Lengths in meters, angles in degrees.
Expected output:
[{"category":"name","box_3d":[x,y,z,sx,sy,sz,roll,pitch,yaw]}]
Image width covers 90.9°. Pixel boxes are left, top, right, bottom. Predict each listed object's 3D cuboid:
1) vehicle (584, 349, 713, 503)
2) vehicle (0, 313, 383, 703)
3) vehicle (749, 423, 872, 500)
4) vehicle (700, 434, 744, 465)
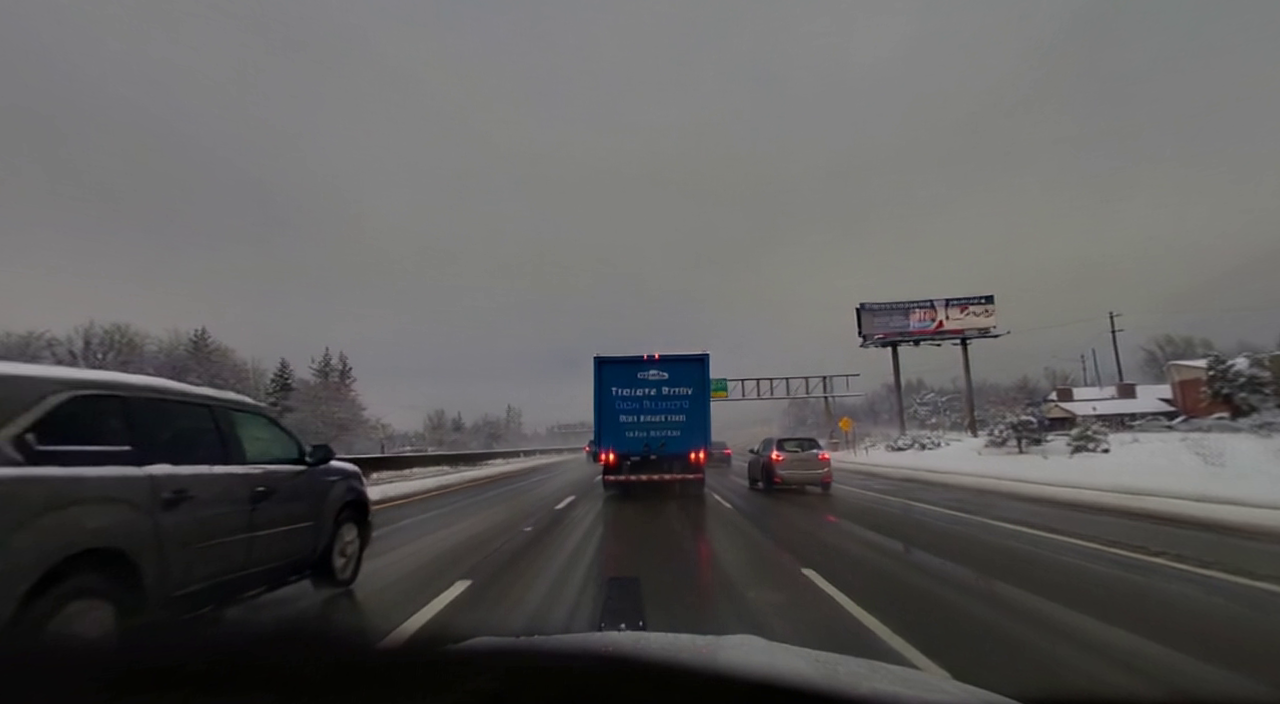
[{"category":"vehicle","box_3d":[0.288,2.178,17.850,2.733,3.296,8.571,0,-8,2]},{"category":"vehicle","box_3d":[-3.482,0.944,3.618,2.133,1.808,4.349,0,-8,0]},{"category":"vehicle","box_3d":[4.222,2.769,16.403,1.986,1.718,4.296,0,-8,0]},{"category":"vehicle","box_3d":[4.841,5.822,37.901,2.066,1.692,4.339,0,-8,0]}]
